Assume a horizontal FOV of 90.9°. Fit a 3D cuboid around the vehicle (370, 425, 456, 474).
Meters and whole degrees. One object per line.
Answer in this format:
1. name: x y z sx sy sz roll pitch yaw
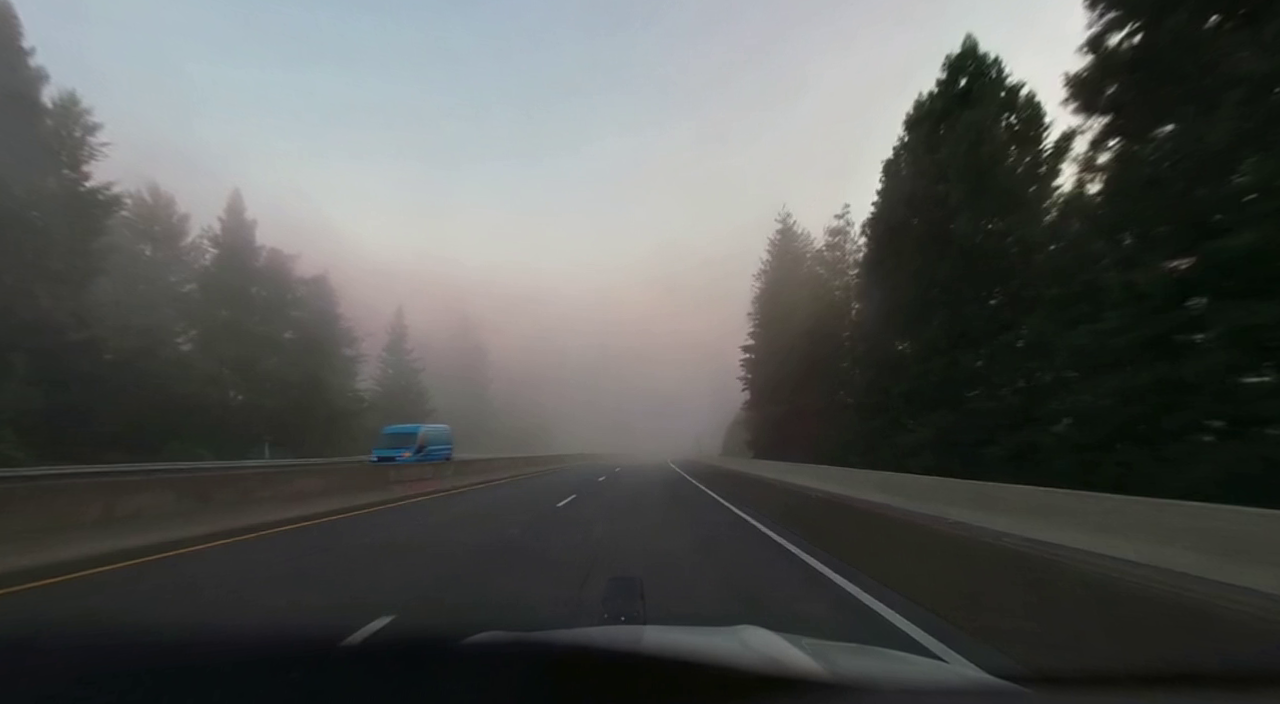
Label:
1. vehicle: -12.149 5.295 34.283 2.429 2.449 5.734 0 -9 1
